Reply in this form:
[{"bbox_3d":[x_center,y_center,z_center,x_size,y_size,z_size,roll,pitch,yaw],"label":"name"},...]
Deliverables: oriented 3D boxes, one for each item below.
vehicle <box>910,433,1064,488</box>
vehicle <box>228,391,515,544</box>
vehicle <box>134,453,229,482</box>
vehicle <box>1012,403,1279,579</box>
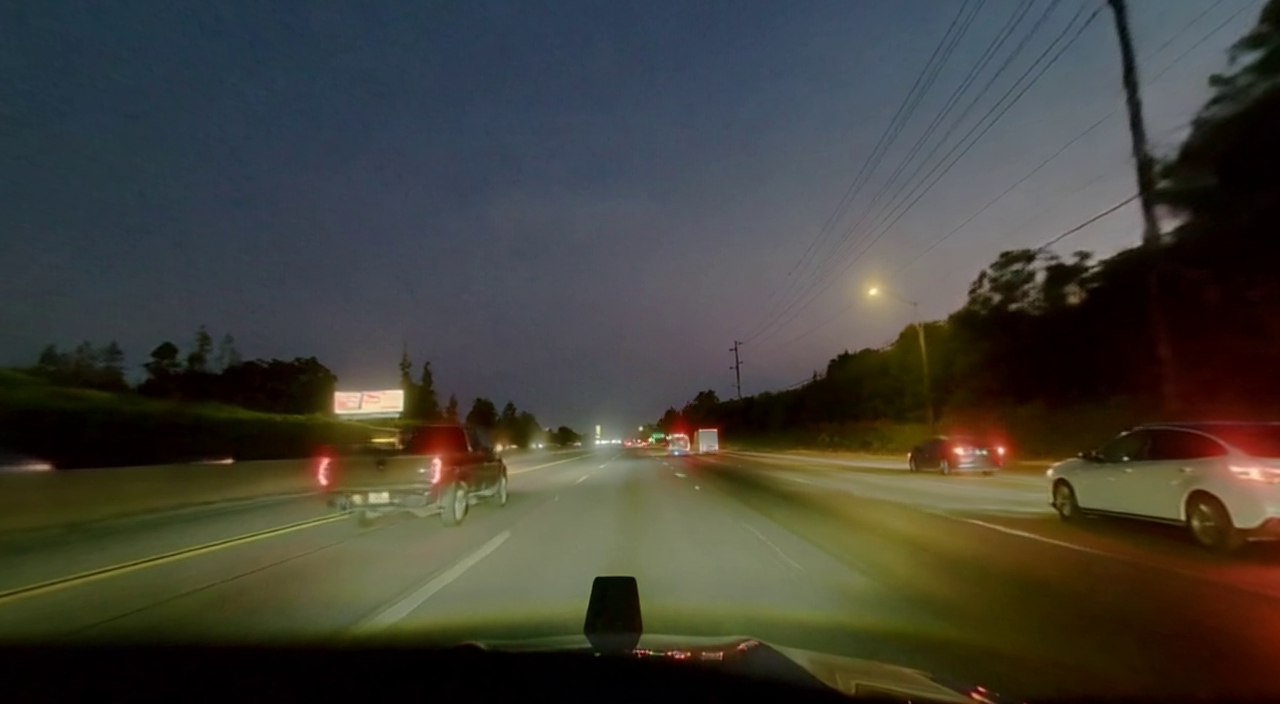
[{"bbox_3d":[10.566,3.330,19.670,2.076,1.470,4.644,0,-8,-1],"label":"vehicle"},{"bbox_3d":[-4.208,1.998,11.566,2.508,2.023,6.176,0,-8,0],"label":"vehicle"},{"bbox_3d":[-25.823,6.489,35.674,1.926,1.484,4.595,0,-8,0],"label":"vehicle"},{"bbox_3d":[6.982,1.582,7.800,1.976,1.646,4.370,0,-8,-1],"label":"vehicle"}]
